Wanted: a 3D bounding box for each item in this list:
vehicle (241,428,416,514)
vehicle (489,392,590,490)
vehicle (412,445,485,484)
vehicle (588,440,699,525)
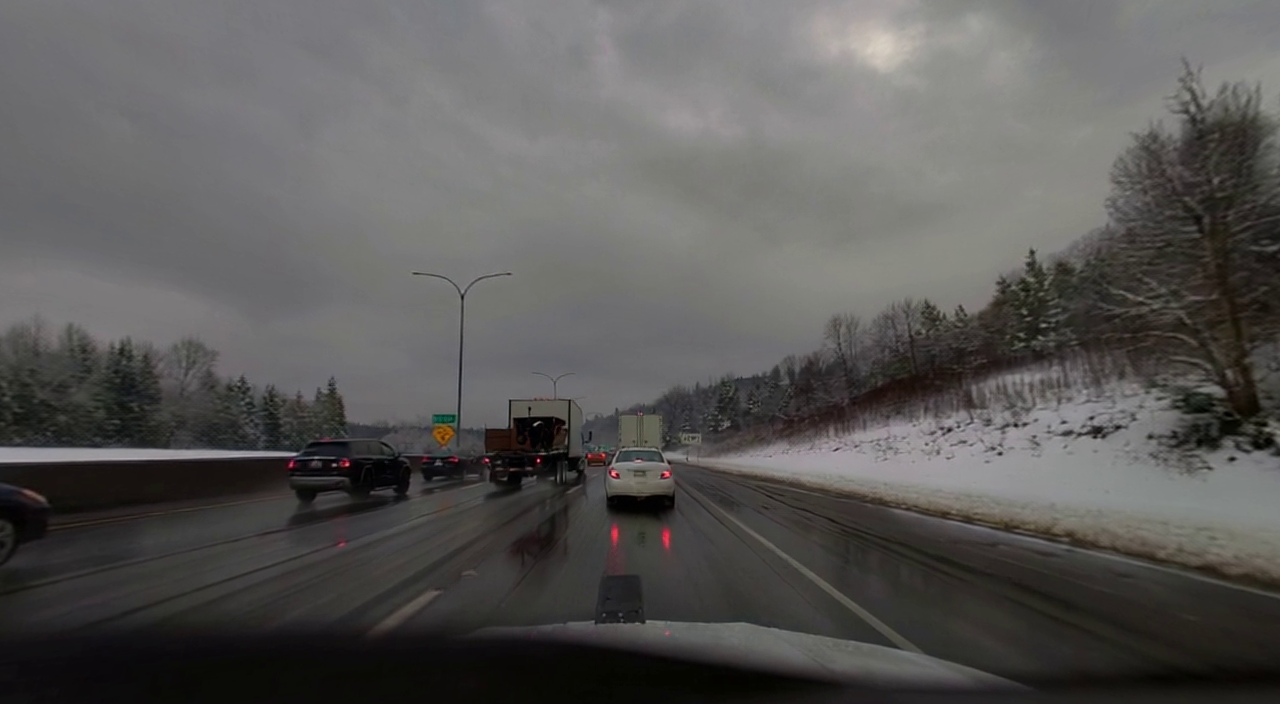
[{"bbox_3d":[-7.256,2.810,15.332,1.952,1.746,4.332,-1,-9,1],"label":"vehicle"},{"bbox_3d":[-3.755,3.606,25.419,2.812,3.342,7.248,0,-9,0],"label":"vehicle"},{"bbox_3d":[-8.021,4.728,26.826,1.880,1.512,3.758,-1,-9,1],"label":"vehicle"},{"bbox_3d":[0.051,2.631,13.141,1.995,1.495,3.380,0,-9,0],"label":"vehicle"}]
